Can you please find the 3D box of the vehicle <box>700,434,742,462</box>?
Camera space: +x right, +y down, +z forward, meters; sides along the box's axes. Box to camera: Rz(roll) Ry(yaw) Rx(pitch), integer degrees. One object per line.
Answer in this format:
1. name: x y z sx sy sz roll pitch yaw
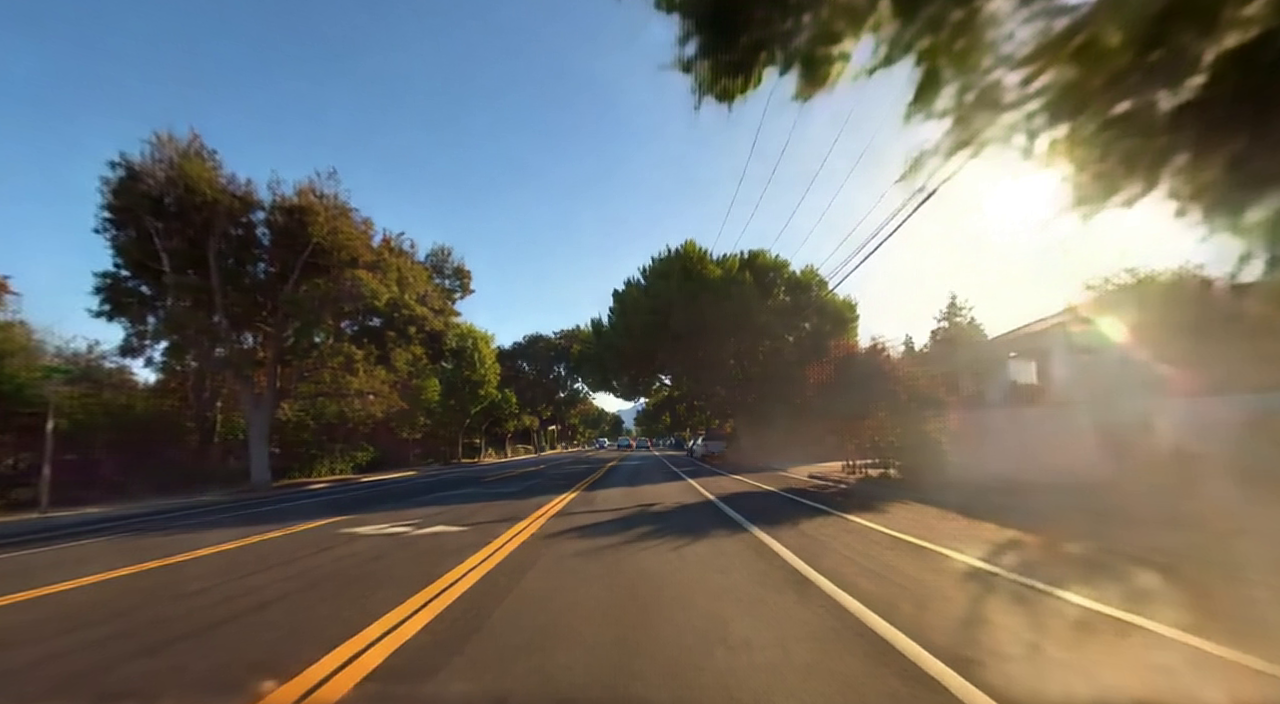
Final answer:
1. vehicle: 5.474 6.584 43.205 2.160 1.800 4.646 0 -8 -1
